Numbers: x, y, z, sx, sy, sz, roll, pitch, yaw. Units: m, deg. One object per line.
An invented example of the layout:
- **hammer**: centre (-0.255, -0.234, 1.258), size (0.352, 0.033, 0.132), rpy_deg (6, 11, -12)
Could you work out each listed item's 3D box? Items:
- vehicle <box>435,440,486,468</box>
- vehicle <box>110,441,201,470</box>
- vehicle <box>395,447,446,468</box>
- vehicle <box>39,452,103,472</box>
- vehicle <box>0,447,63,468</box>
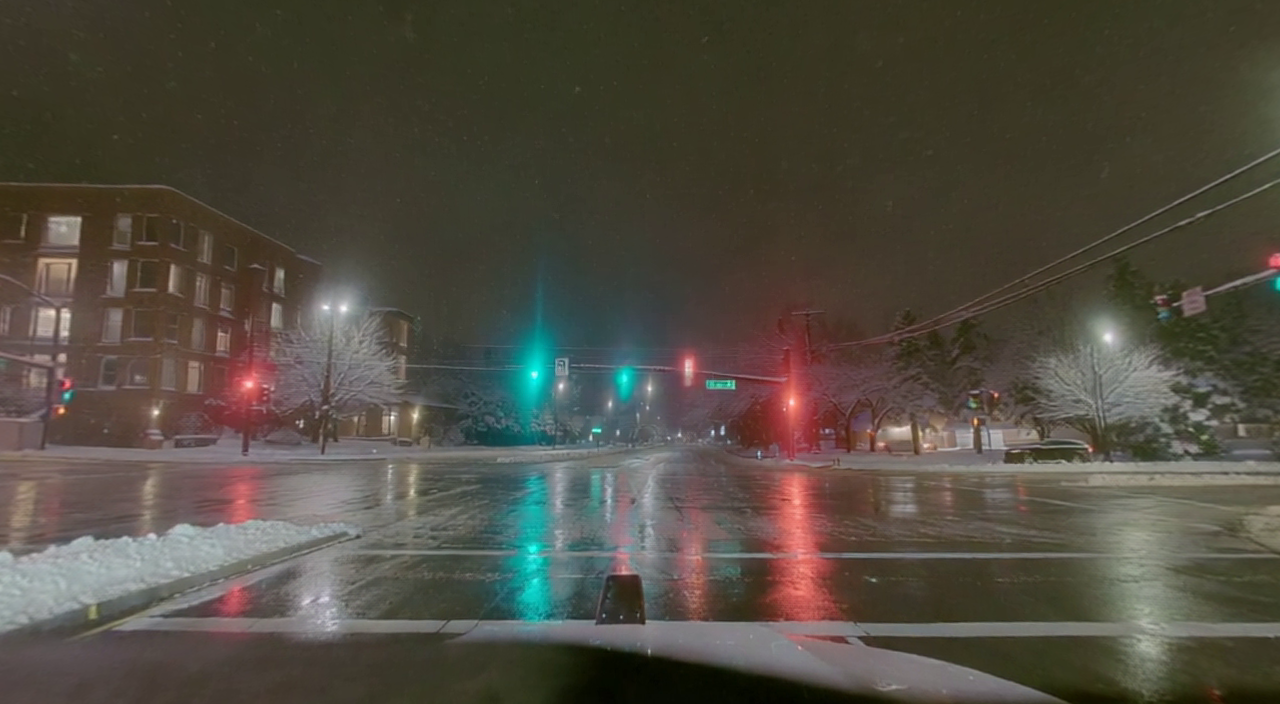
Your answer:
- **vehicle**: centre (-11.941, 6.799, 42.323), size (2.080, 1.763, 4.341), rpy_deg (0, -8, 0)
- **vehicle**: centre (-34.880, 7.421, 45.743), size (2.204, 1.955, 5.518), rpy_deg (0, -8, 0)
- **vehicle**: centre (-15.494, 7.446, 44.805), size (2.056, 1.450, 4.343), rpy_deg (0, -8, 1)
- **vehicle**: centre (-41.574, 8.021, 46.253), size (1.552, 1.339, 3.340), rpy_deg (-2, -9, 0)
- **vehicle**: centre (-45.239, 7.768, 46.610), size (1.858, 1.467, 3.624), rpy_deg (0, -8, 0)
